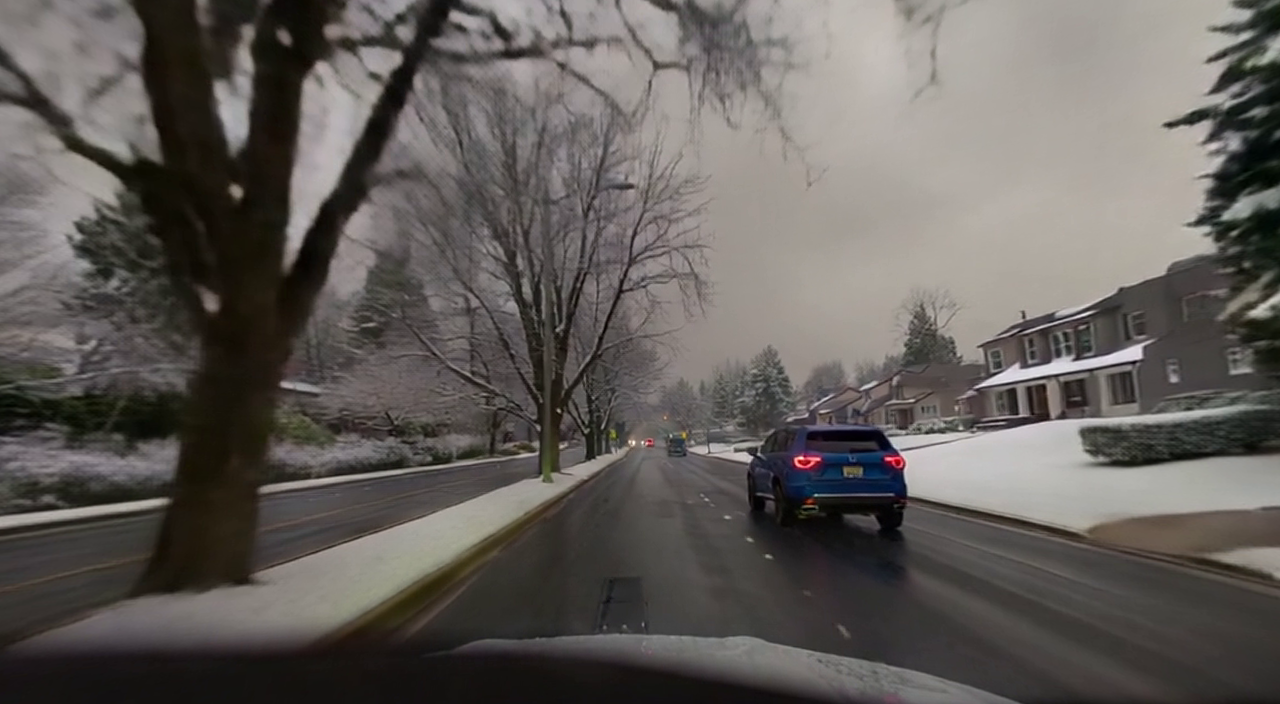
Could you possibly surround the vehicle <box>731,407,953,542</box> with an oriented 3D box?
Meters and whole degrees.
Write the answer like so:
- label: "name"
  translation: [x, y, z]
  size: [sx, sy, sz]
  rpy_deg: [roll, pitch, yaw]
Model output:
- label: "vehicle"
  translation: [3.005, 1.946, 10.699]
  size: [2.180, 1.773, 4.639]
  rpy_deg: [0, -8, -1]
